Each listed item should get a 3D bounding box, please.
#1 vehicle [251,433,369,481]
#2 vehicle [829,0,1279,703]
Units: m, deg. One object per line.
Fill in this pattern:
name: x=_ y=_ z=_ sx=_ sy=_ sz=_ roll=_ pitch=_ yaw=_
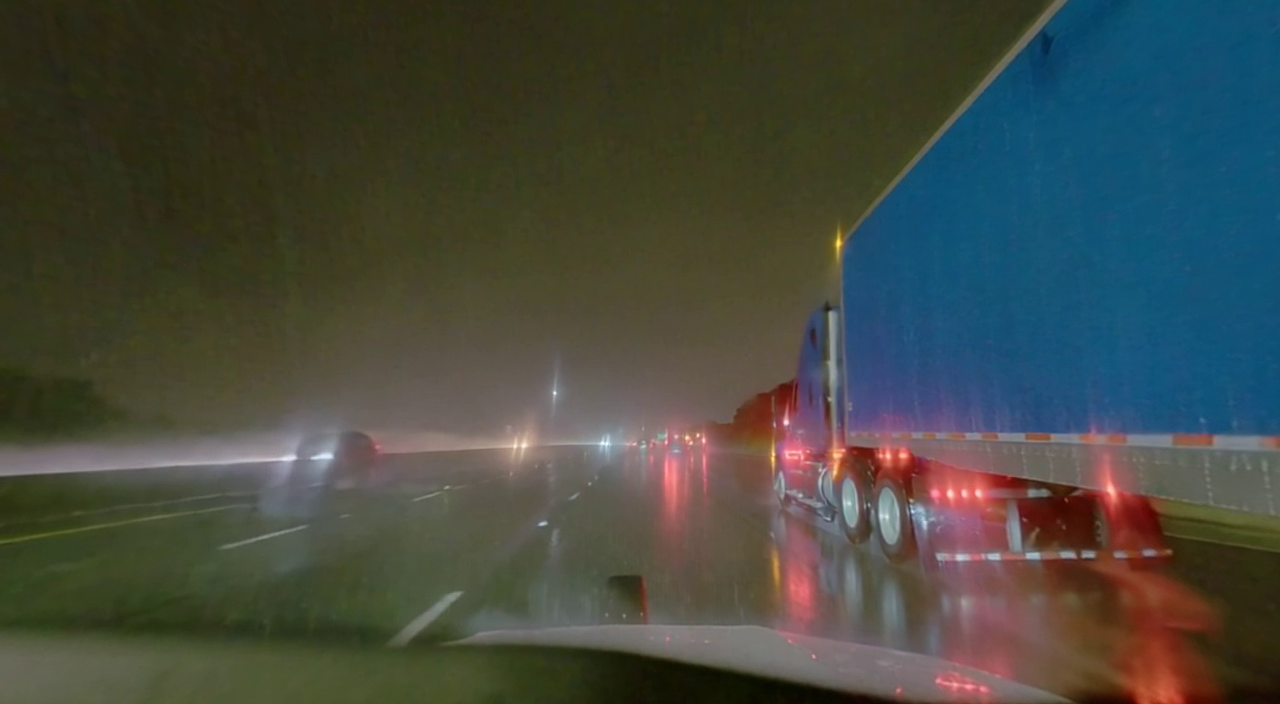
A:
vehicle: x=-13.528 y=4.334 z=26.309 sx=2.123 sy=1.777 sz=5.035 roll=0 pitch=-8 yaw=1
vehicle: x=3.658 y=-0.216 z=2.599 sx=3.012 sy=3.768 sz=8.945 roll=0 pitch=-8 yaw=1
